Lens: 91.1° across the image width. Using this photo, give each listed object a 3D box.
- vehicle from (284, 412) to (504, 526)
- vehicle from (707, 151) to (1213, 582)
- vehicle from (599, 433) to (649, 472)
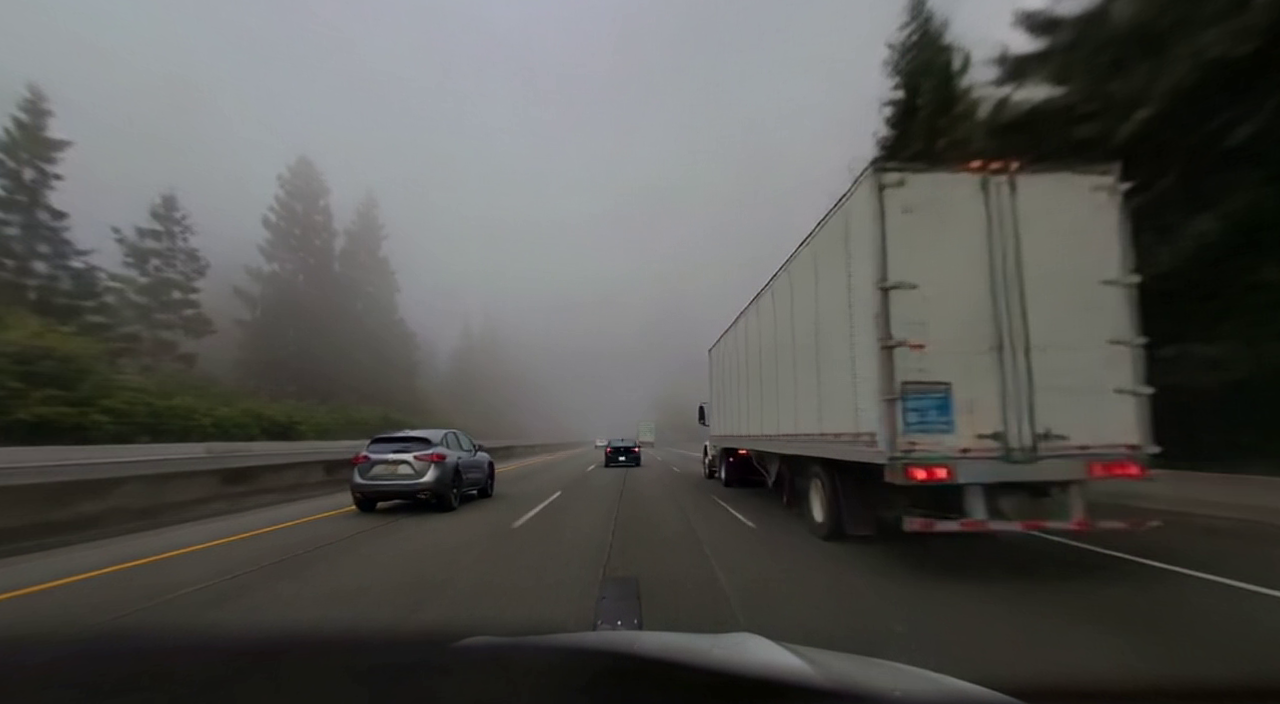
[{"bbox_3d":[-4.220,2.090,11.850,2.264,1.699,4.648,0,-8,0],"label":"vehicle"},{"bbox_3d":[3.716,1.048,13.232,2.946,4.111,14.652,0,-8,0],"label":"vehicle"},{"bbox_3d":[-0.661,4.422,27.884,2.048,1.563,4.087,0,-8,0],"label":"vehicle"}]
